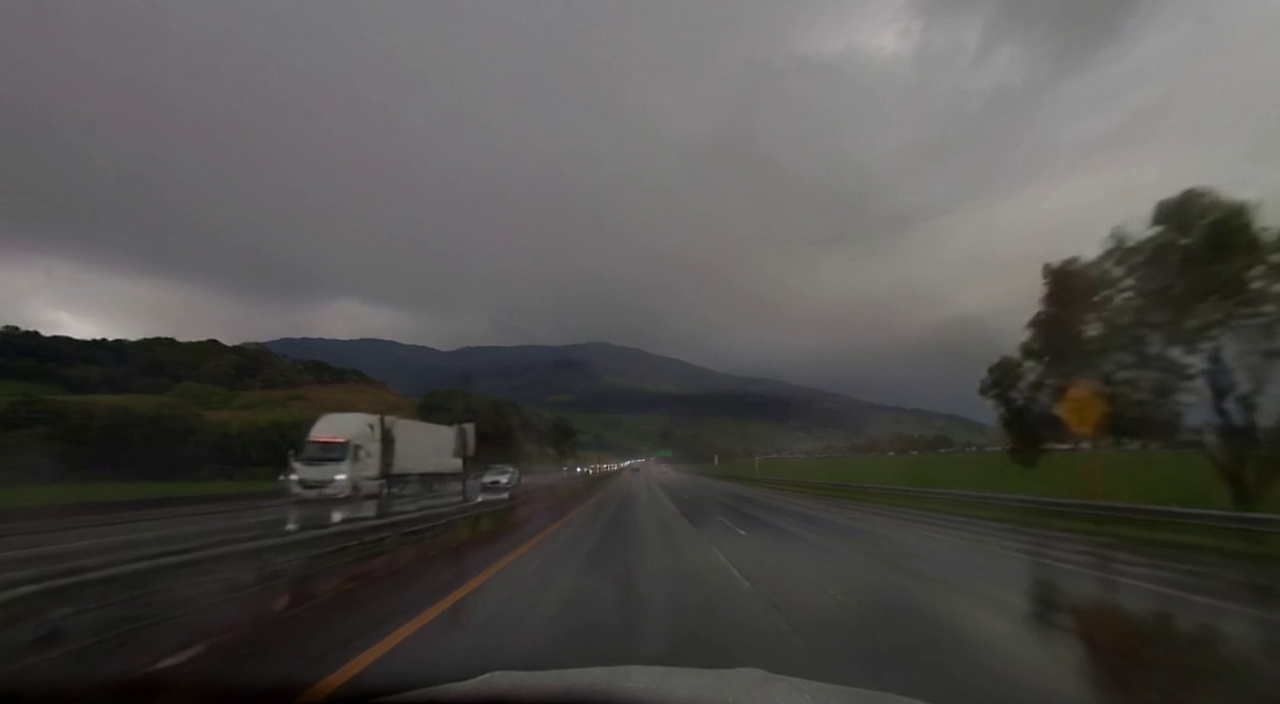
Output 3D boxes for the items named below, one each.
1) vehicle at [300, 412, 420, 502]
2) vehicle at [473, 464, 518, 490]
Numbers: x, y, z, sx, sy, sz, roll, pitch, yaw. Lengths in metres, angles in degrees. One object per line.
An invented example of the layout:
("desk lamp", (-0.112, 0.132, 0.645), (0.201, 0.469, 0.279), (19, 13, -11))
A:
("vehicle", (-13.633, 5.243, 31.260), (3.010, 3.997, 5.844), (1, -10, 0))
("vehicle", (-9.327, 8.101, 40.922), (1.903, 1.543, 4.233), (1, -10, 0))
